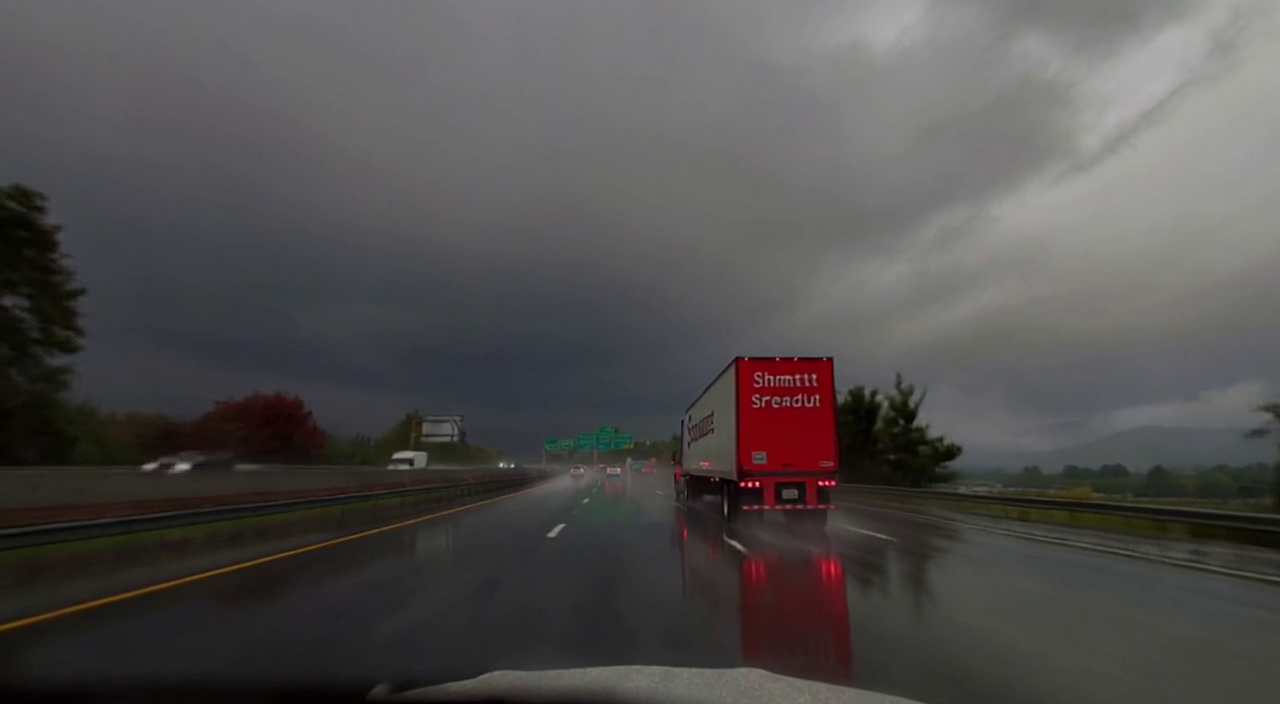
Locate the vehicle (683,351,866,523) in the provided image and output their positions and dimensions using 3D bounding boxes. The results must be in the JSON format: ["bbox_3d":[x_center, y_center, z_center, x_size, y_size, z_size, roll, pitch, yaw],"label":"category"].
[{"bbox_3d":[3.871,3.398,22.952,2.992,4.300,13.967,1,-11,-2],"label":"vehicle"}]

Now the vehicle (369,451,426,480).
[{"bbox_3d":[-18.012,8.490,47.097,2.079,1.951,6.068,1,-11,-3],"label":"vehicle"}]

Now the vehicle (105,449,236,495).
[{"bbox_3d":[-17.132,4.420,23.258,1.882,1.505,3.868,1,-11,-2],"label":"vehicle"}]
